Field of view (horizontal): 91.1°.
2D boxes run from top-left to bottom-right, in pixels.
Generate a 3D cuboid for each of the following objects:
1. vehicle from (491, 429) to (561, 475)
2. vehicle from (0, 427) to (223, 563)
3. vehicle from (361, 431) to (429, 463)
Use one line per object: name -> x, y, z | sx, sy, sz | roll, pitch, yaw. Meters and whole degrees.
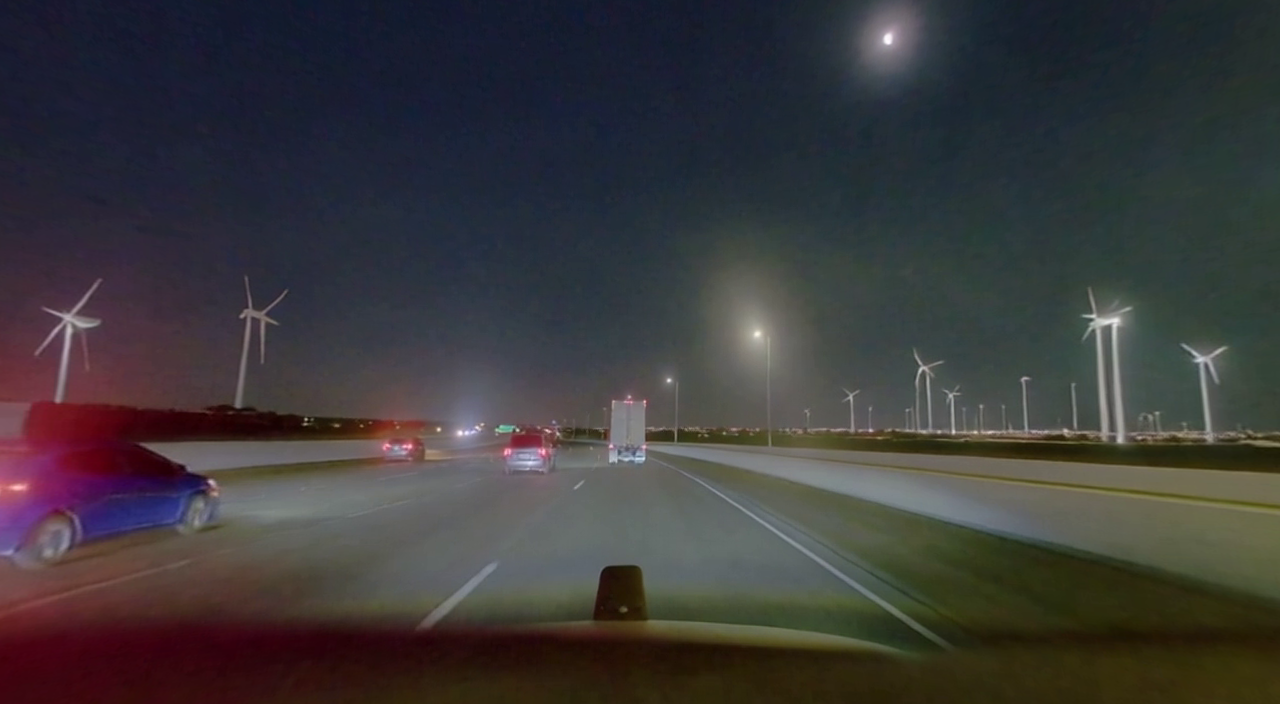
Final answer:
vehicle -> -4.490, 3.999, 25.274 | 2.109, 1.684, 3.783 | 0, -8, 0
vehicle -> -8.161, 1.754, 8.183 | 2.271, 1.488, 4.597 | 0, -8, 0
vehicle -> -15.453, 6.014, 39.988 | 2.285, 1.835, 5.672 | 0, -8, -2
